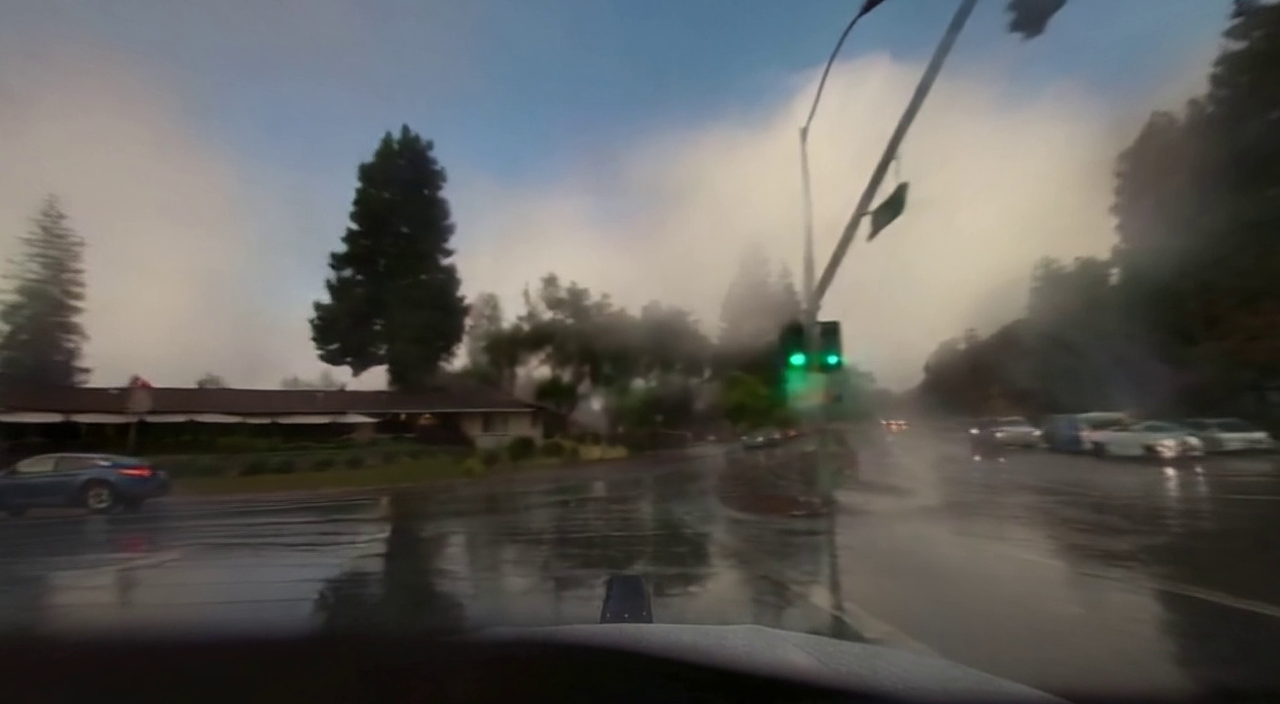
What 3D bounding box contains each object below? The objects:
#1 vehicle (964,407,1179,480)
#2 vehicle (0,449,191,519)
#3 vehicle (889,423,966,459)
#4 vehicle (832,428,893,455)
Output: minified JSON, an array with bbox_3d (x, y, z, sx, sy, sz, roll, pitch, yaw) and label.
[{"bbox_3d":[12.886,2.845,19.544,2.226,1.897,5.874,0,-9,-3],"label":"vehicle"},{"bbox_3d":[-16.286,3.728,18.184,4.995,1.798,2.102,4,-10,-26],"label":"vehicle"},{"bbox_3d":[15.929,5.000,35.242,1.963,1.850,4.651,0,-9,-2],"label":"vehicle"},{"bbox_3d":[14.954,6.087,42.698,2.159,1.734,4.462,1,-9,-6],"label":"vehicle"}]
